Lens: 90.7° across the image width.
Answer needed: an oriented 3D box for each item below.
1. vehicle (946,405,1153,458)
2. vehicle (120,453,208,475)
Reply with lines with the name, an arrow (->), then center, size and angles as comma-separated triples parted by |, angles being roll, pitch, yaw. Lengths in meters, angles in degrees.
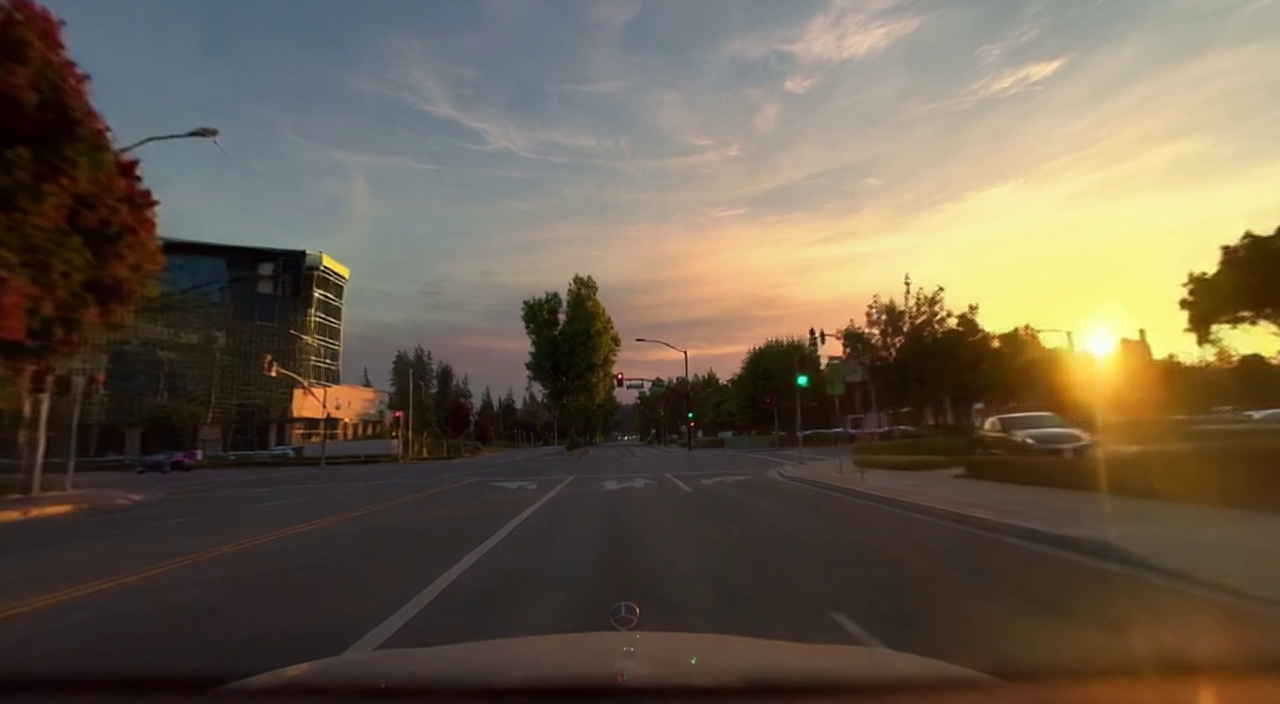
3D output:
vehicle -> 11.882, 2.354, 18.632 | 4.670, 1.476, 2.042 | 0, -8, -1
vehicle -> -34.546, 8.140, 46.007 | 4.660, 1.478, 2.007 | 0, -8, -3
